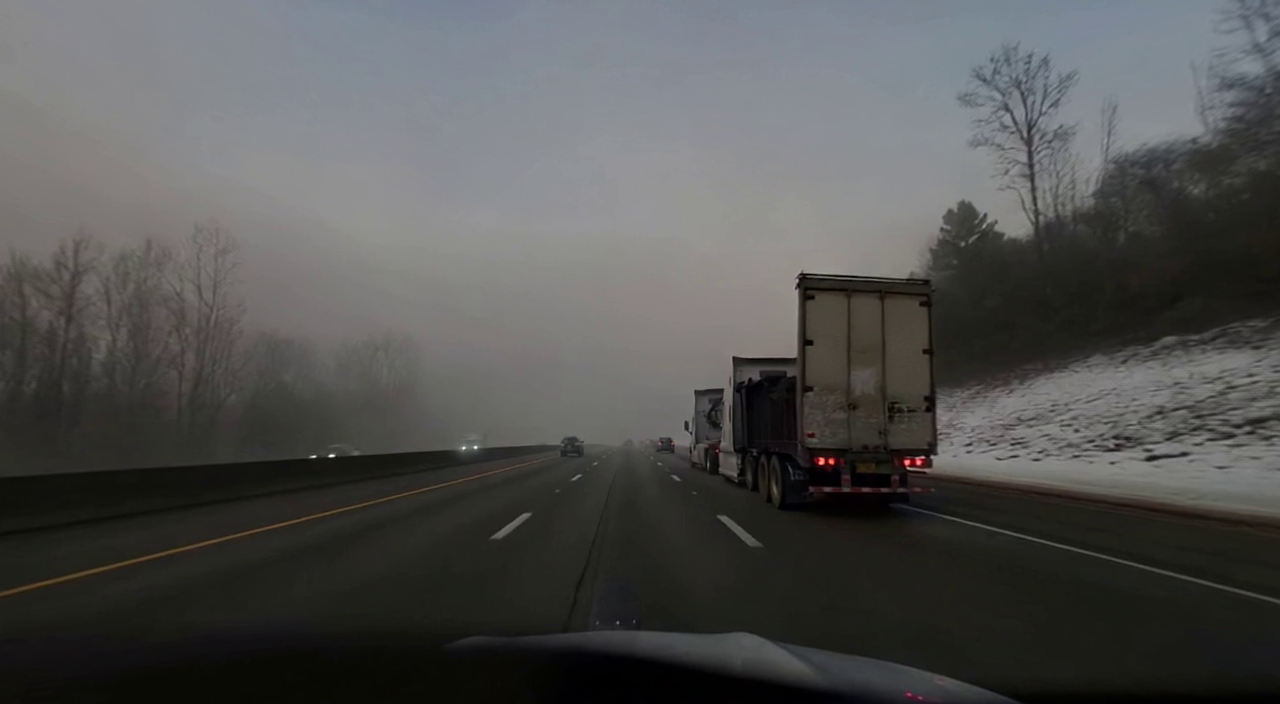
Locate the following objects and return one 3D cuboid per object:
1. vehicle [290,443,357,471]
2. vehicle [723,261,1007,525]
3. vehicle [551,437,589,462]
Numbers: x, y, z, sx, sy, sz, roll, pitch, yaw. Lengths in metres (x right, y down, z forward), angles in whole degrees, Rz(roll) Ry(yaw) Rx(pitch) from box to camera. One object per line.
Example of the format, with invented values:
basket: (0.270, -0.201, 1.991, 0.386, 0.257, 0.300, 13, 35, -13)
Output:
vehicle: (-19.848, 6.583, 39.675, 1.893, 1.584, 4.596, 0, -8, 0)
vehicle: (3.932, 1.140, 13.817, 2.906, 3.999, 8.621, 0, -8, -1)
vehicle: (-4.431, 6.214, 40.227, 2.017, 1.484, 4.088, 0, -8, -1)
